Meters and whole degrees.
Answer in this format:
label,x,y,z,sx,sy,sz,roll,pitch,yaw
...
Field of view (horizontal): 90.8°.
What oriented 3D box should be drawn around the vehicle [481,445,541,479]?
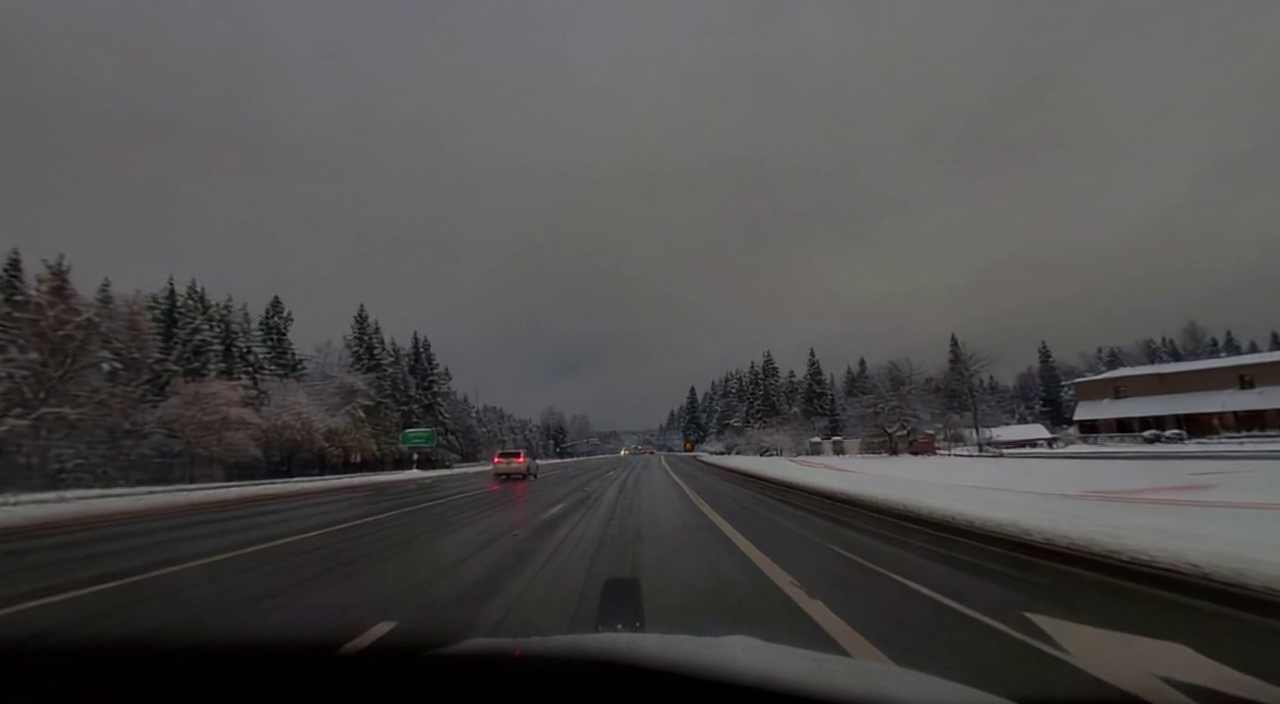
label,x,y,z,sx,sy,sz,roll,pitch,yaw
vehicle,-6.829,5.895,34.104,2.115,1.711,4.722,0,-9,2
